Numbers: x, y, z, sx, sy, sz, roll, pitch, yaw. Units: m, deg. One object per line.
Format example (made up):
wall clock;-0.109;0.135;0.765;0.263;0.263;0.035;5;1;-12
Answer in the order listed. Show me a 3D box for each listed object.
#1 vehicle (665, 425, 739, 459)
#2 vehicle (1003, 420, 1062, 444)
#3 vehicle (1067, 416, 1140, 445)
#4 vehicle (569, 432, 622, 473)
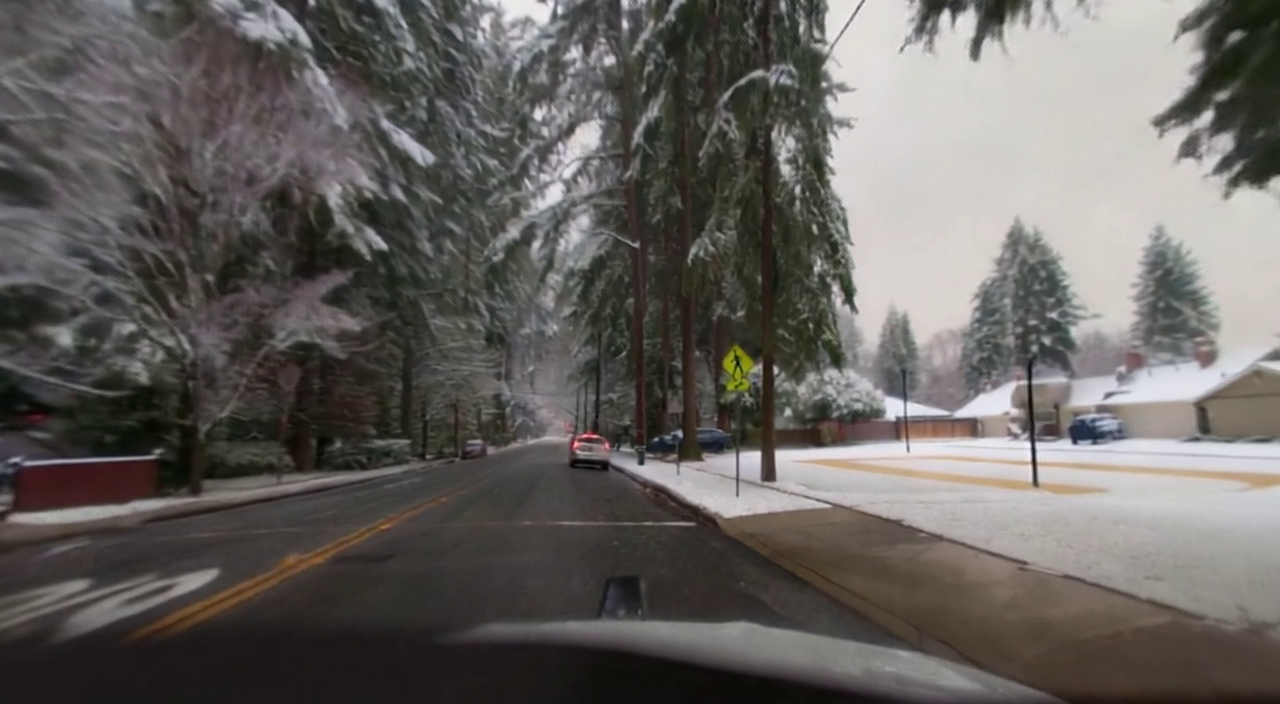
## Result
vehicle;3.918;5.623;39.684;4.390;1.696;1.954;0;-6;-39
vehicle;28.029;5.756;45.072;4.245;1.601;1.912;6;-10;-34
vehicle;28.557;4.877;38.900;4.481;1.634;1.973;6;-10;-32
vehicle;-2.172;4.742;29.983;2.204;1.776;4.262;1;-9;-8
